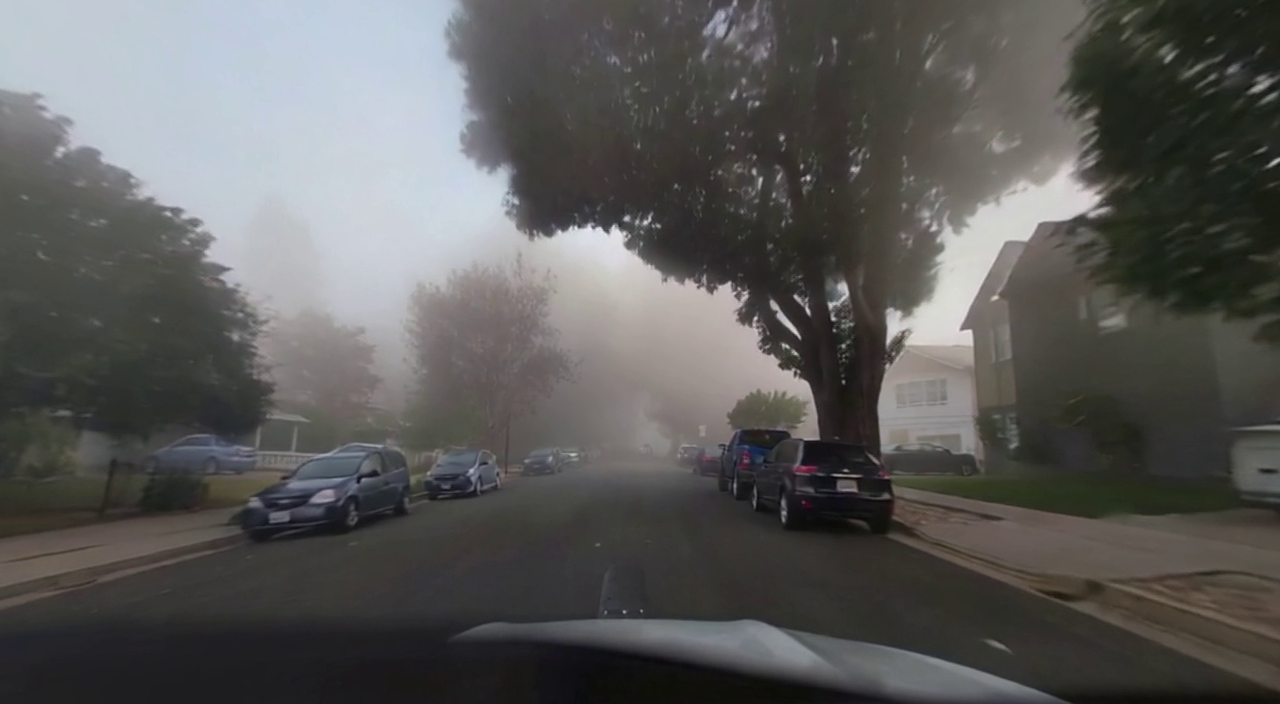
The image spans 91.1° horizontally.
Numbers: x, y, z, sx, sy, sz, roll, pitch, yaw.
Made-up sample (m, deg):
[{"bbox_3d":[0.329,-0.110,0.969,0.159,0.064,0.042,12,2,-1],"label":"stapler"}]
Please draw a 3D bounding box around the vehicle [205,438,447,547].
[{"bbox_3d":[-5.410,2.446,11.704,1.899,1.538,4.611,1,-9,3],"label":"vehicle"}]

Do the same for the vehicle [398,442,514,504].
[{"bbox_3d":[-5.259,3.483,18.665,1.895,1.530,4.496,1,-8,2],"label":"vehicle"}]

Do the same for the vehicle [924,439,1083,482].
[{"bbox_3d":[13.741,4.119,23.984,4.775,1.514,1.986,0,-9,1],"label":"vehicle"}]

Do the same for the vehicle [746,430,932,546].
[{"bbox_3d":[3.199,2.276,11.231,1.914,1.631,4.558,0,-9,1],"label":"vehicle"}]

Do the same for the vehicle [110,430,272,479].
[{"bbox_3d":[-17.459,3.999,24.610,4.731,1.817,2.025,0,-9,0],"label":"vehicle"}]

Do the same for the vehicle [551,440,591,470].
[{"bbox_3d":[-4.686,7.112,43.592,2.162,1.857,4.758,2,-8,1],"label":"vehicle"}]

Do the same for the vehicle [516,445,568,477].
[{"bbox_3d":[-5.164,5.771,33.570,1.872,1.515,4.535,1,-8,2],"label":"vehicle"}]
